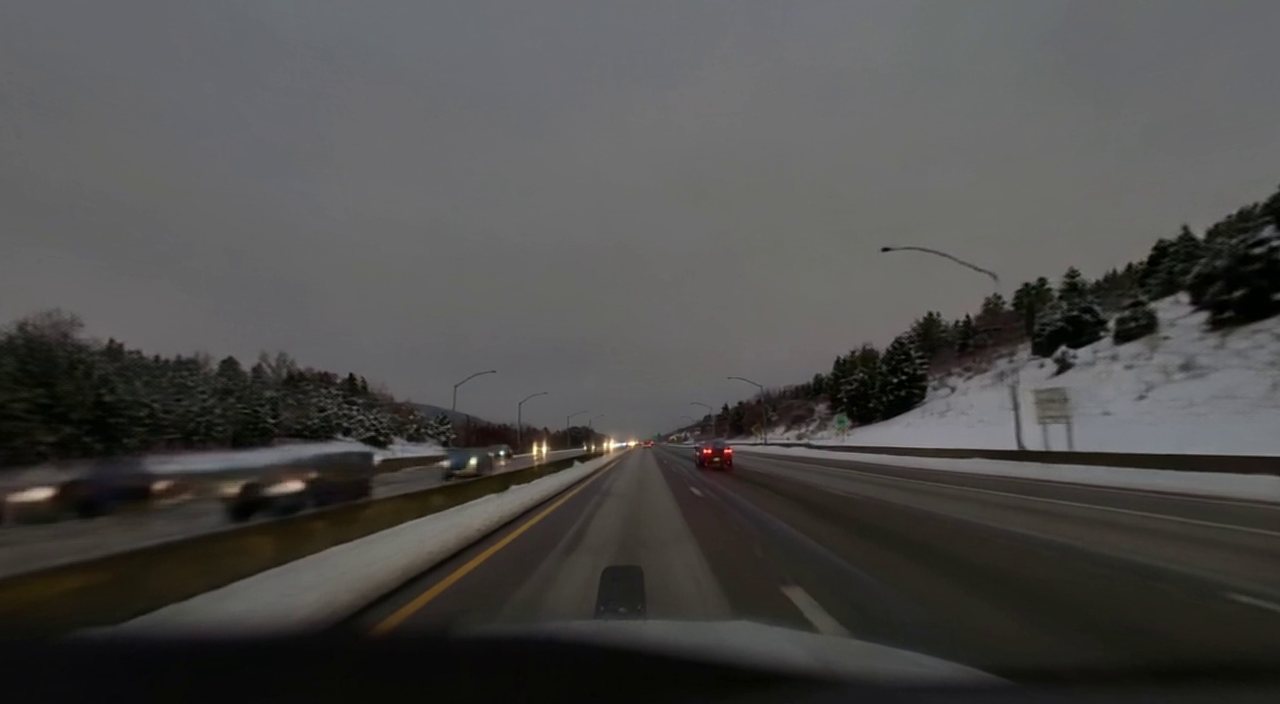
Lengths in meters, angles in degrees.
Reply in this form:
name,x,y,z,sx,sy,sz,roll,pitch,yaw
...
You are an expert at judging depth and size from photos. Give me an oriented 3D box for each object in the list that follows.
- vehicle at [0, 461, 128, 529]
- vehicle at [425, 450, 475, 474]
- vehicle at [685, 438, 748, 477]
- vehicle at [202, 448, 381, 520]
name,x,y,z,sx,sy,sz,roll,pitch,yaw
vehicle,-15.880,3.540,15.752,2.136,1.479,4.748,-1,-8,1
vehicle,-11.855,6.886,39.611,1.825,1.322,4.145,-2,-8,1
vehicle,2.997,4.241,25.619,2.044,1.444,4.216,0,-8,0
vehicle,-8.601,3.248,16.164,1.949,1.488,4.526,-2,-8,1
